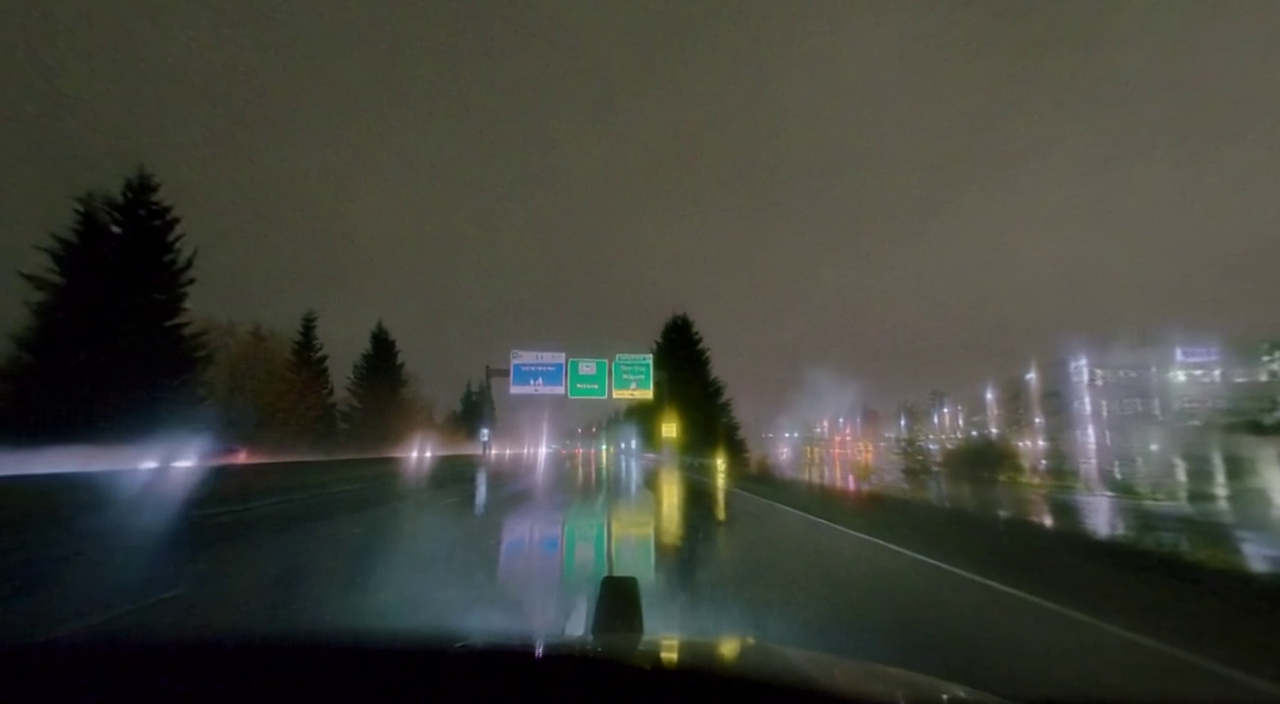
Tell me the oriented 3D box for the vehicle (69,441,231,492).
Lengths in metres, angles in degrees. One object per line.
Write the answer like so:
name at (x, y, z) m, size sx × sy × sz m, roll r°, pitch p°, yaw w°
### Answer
vehicle at (-15.797, 3.696, 20.577) m, size 1.821 × 1.465 × 4.446 m, roll 0°, pitch -9°, yaw -2°
